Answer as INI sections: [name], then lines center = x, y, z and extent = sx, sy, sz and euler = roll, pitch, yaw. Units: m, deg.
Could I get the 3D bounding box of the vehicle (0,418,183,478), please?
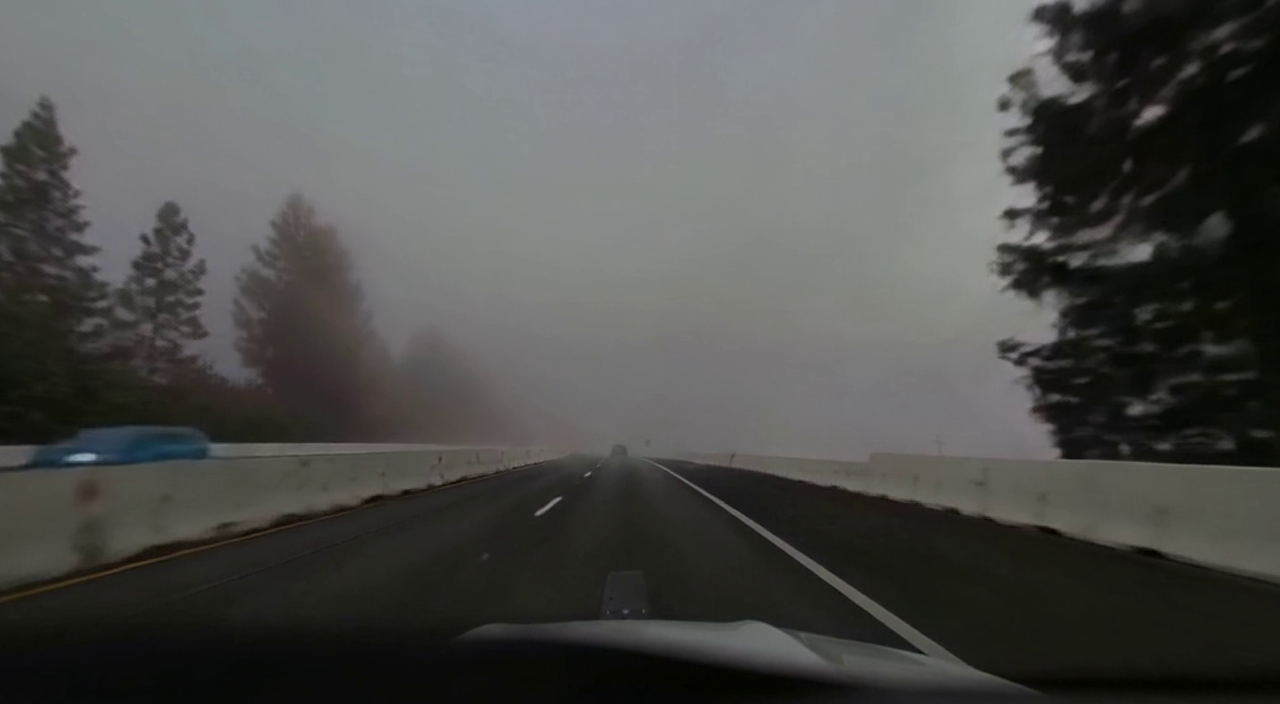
[vehicle]
center = -15.788, 2.759, 18.129
extent = 1.815, 1.497, 4.437
euler = 0, -8, -1
